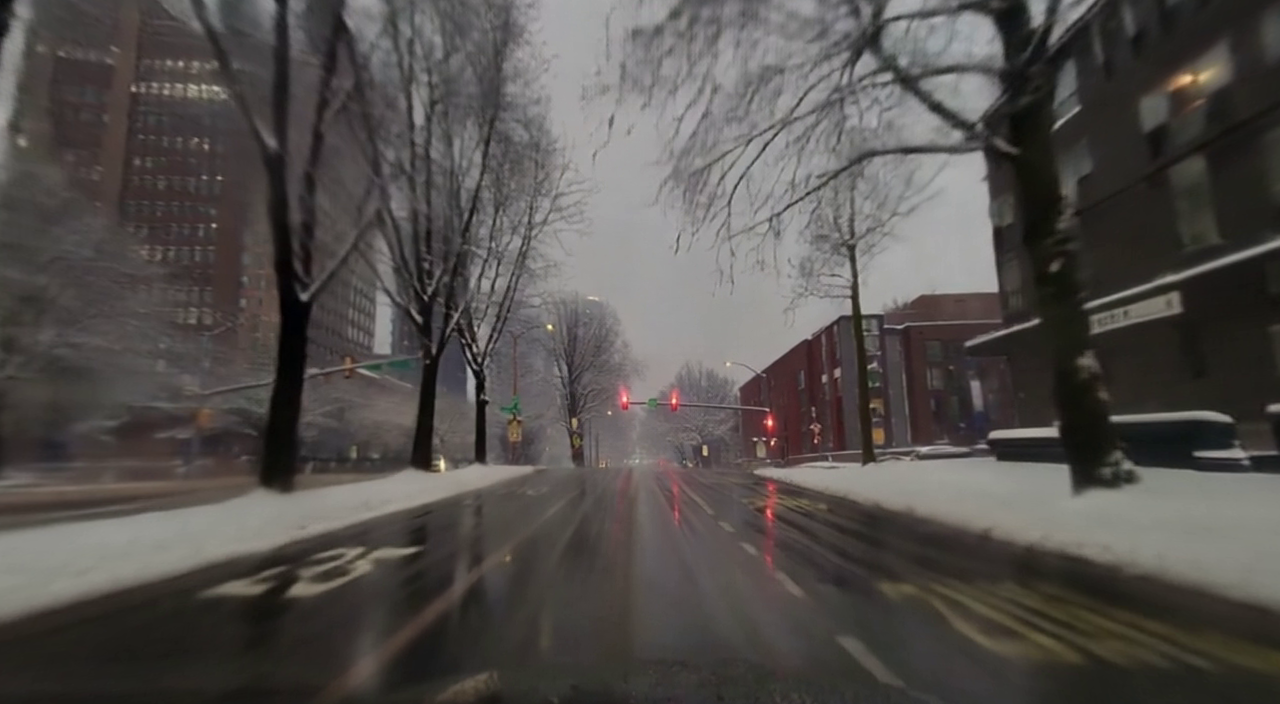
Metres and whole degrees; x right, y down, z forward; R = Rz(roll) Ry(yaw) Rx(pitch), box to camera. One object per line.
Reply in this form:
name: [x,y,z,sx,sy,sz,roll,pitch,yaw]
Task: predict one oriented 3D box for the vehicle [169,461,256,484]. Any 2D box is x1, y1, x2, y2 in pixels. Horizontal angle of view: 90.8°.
vehicle: [-31.397,8.843,46.464,4.758,1.549,2.194,0,-9,-2]
